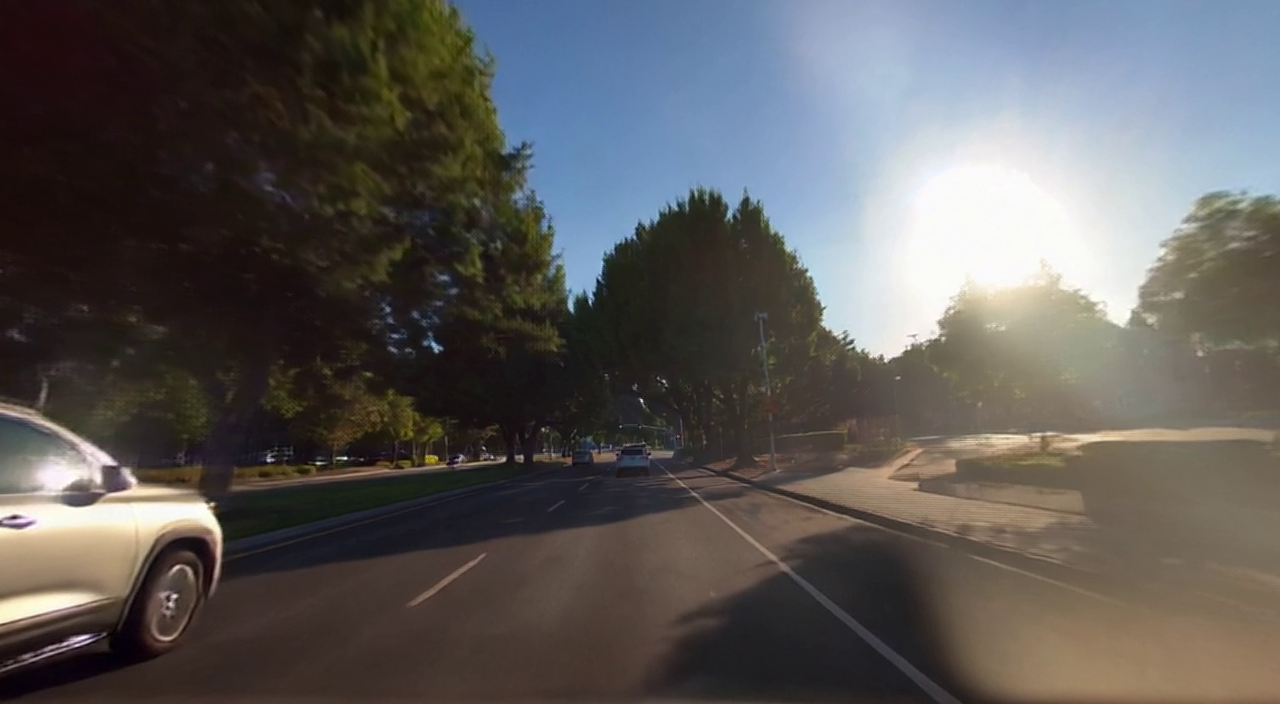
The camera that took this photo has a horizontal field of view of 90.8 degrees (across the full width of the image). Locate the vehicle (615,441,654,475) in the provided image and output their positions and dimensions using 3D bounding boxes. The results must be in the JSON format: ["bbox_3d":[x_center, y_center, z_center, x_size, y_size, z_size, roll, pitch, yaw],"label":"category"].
[{"bbox_3d":[-0.319,5.823,34.847,2.018,1.769,3.897,0,-9,0],"label":"vehicle"}]

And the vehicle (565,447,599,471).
[{"bbox_3d":[-3.959,7.383,43.694,1.936,1.538,4.016,0,-9,0],"label":"vehicle"}]

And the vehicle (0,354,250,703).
[{"bbox_3d":[-4.031,0.830,2.668,1.860,1.741,4.479,0,-9,0],"label":"vehicle"}]
